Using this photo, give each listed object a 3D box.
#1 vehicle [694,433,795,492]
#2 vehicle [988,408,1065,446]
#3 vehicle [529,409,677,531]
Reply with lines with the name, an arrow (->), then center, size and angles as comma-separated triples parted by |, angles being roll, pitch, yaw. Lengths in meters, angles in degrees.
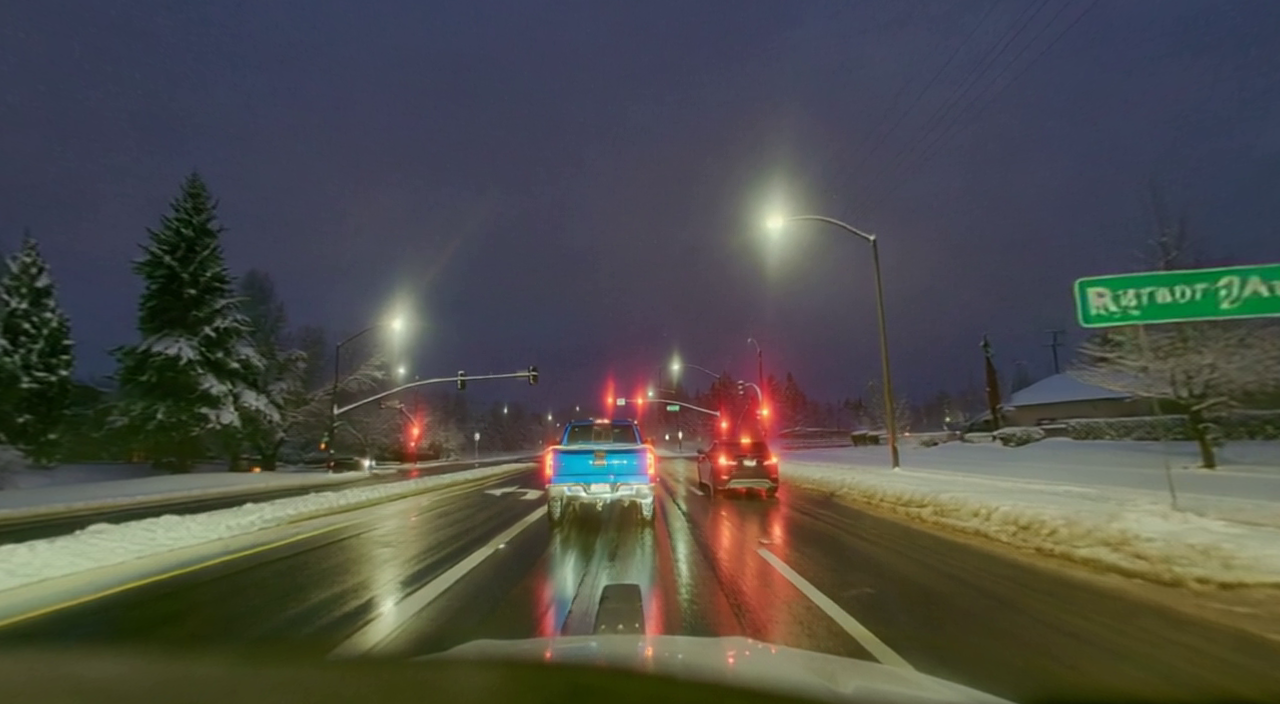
vehicle -> 2.848, 3.128, 18.310 | 2.073, 1.484, 4.437 | 0, -8, -1
vehicle -> 30.335, 5.961, 49.745 | 2.892, 2.881, 4.178 | 2, -9, -16
vehicle -> -0.534, 2.063, 11.631 | 2.145, 1.762, 4.731 | 0, -8, 0
